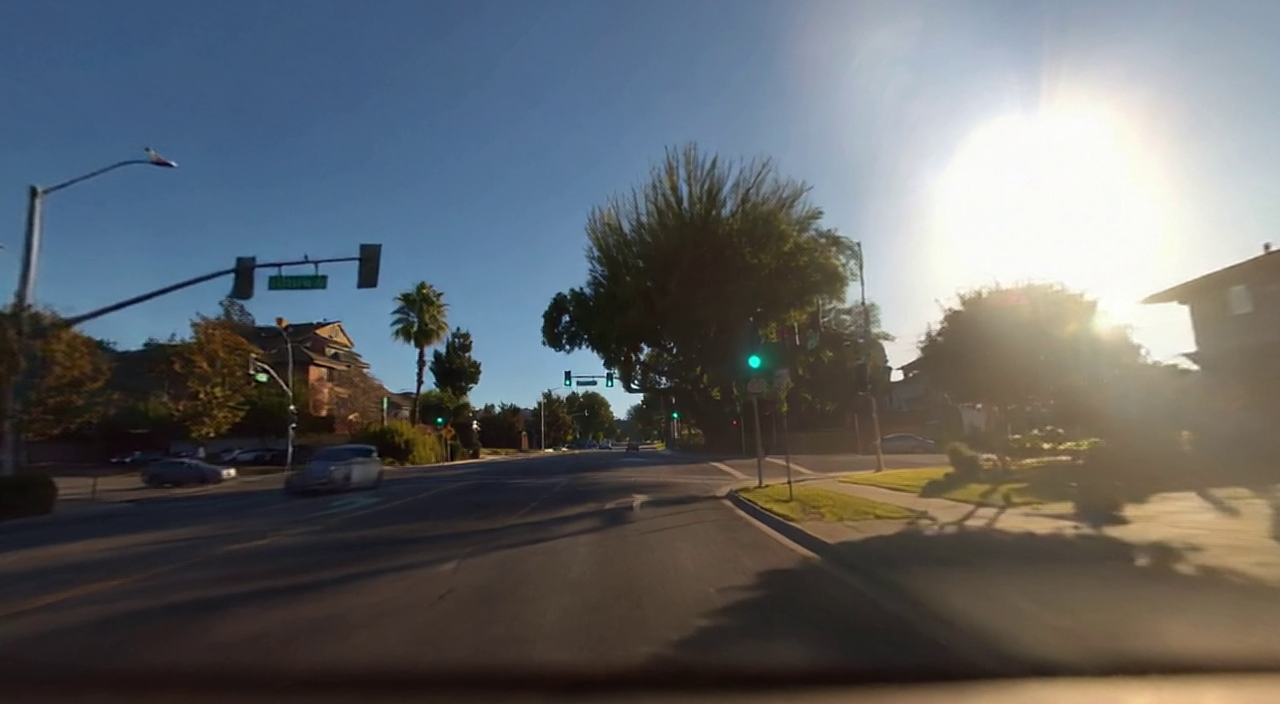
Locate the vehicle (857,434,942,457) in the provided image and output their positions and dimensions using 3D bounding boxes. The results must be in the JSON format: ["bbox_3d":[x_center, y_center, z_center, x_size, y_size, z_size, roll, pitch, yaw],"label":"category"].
[{"bbox_3d":[16.772,6.041,41.017,4.720,1.410,1.784,-1,-8,9],"label":"vehicle"}]

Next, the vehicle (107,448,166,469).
[{"bbox_3d":[-39.044,8.261,49.104,1.959,1.590,4.105,3,-9,-15],"label":"vehicle"}]

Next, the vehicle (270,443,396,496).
[{"bbox_3d":[-10.030,3.835,21.104,2.035,1.461,4.465,-3,-8,-1],"label":"vehicle"}]
